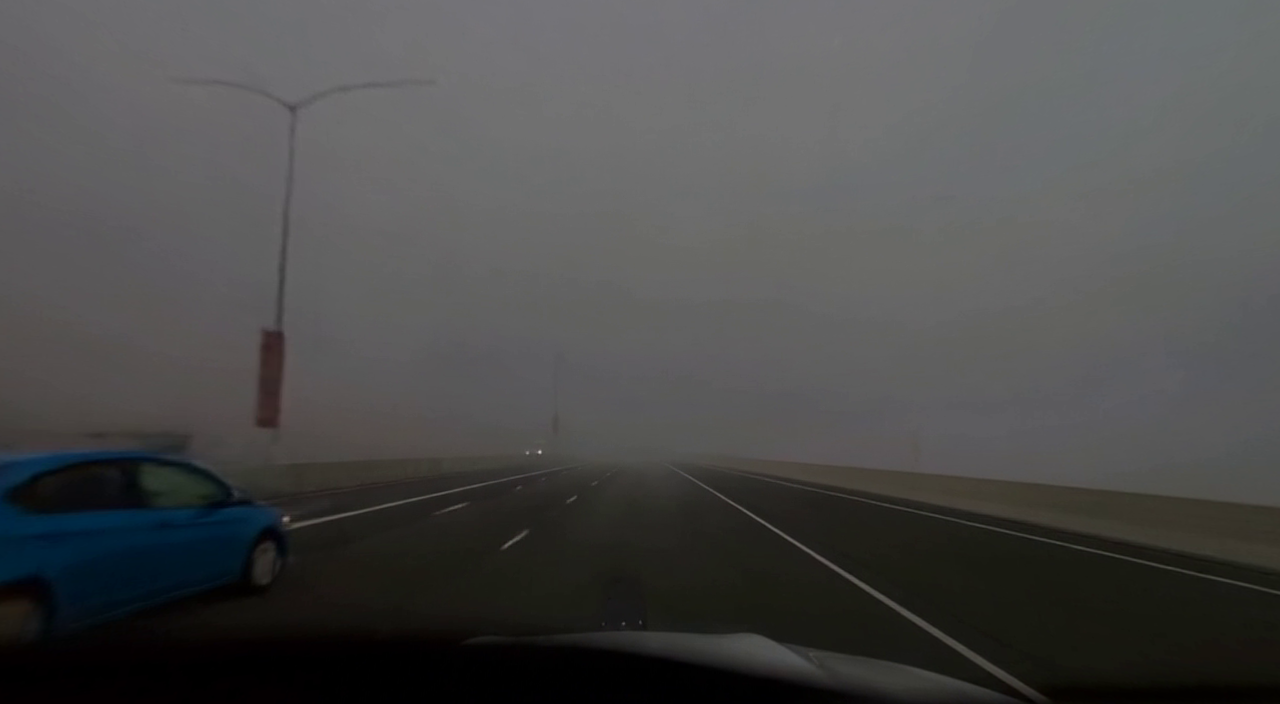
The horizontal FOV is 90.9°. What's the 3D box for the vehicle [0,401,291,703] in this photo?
[{"bbox_3d":[-4.285,1.063,3.352,2.160,1.552,4.592,0,-9,1],"label":"vehicle"}]
